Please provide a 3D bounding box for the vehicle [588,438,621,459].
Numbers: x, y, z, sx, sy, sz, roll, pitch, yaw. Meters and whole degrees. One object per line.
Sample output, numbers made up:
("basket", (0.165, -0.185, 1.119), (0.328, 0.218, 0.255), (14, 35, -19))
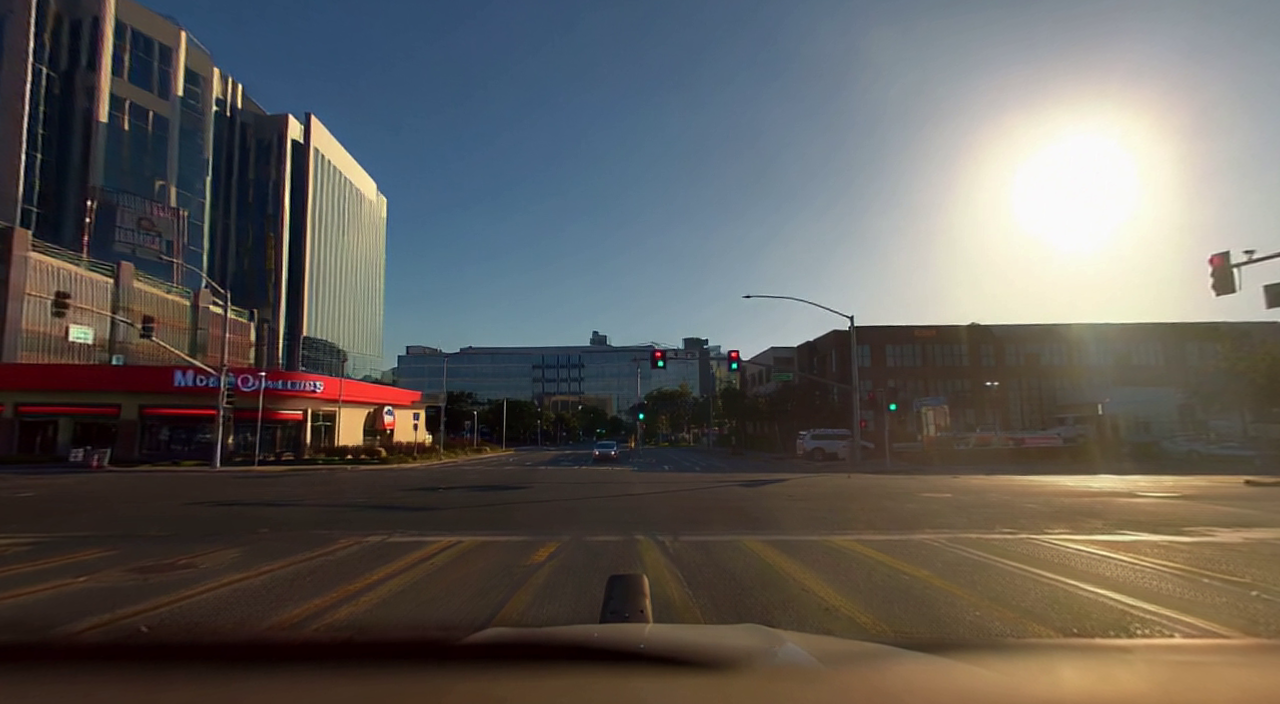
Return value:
("vehicle", (-2.506, 6.965, 45.539), (2.104, 1.468, 4.195), (0, -8, 1))
